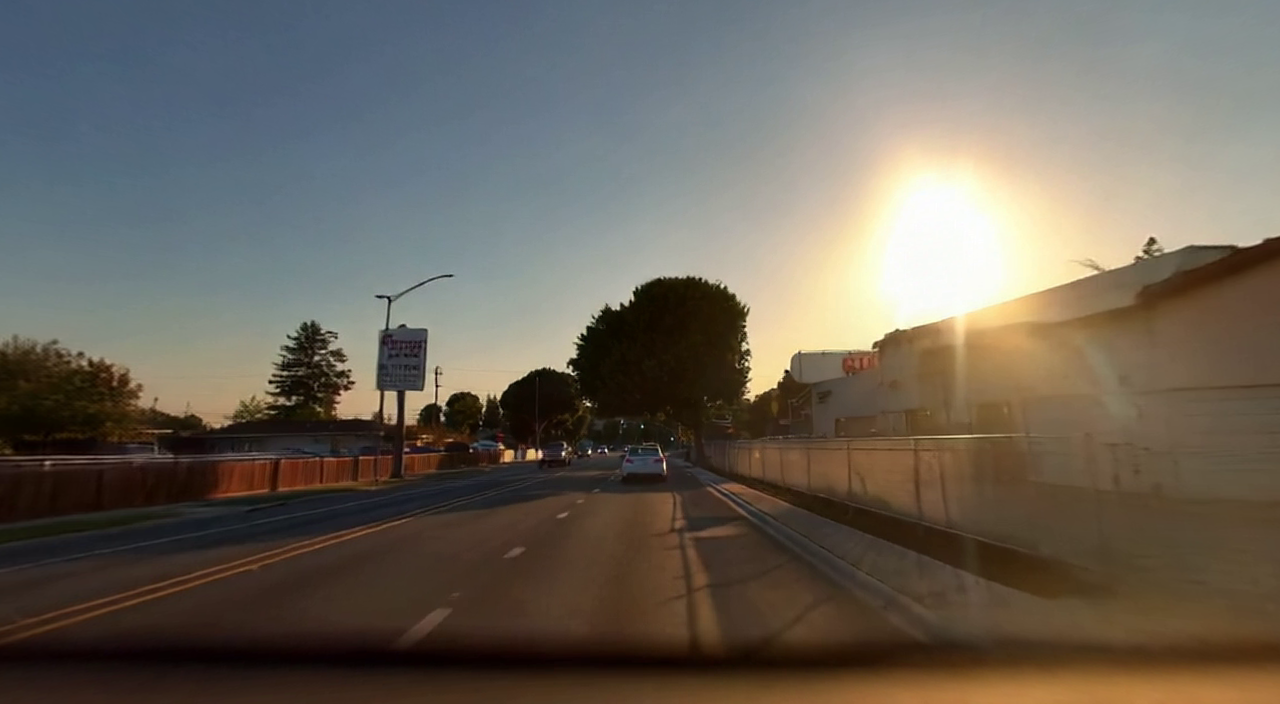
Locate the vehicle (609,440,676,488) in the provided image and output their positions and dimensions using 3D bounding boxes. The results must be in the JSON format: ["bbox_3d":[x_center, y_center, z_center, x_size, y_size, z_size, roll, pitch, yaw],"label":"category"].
[{"bbox_3d":[0.083,3.893,22.138,2.144,1.514,4.063,0,-9,0],"label":"vehicle"}]

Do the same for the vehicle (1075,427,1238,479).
[{"bbox_3d":[18.833,3.722,23.264,2.039,1.705,4.666,0,-9,0],"label":"vehicle"}]

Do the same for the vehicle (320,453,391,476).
[{"bbox_3d":[-20.275,8.002,44.761,4.332,1.560,1.841,-2,-9,15],"label":"vehicle"}]

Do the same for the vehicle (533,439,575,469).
[{"bbox_3d":[-6.513,7.846,48.447,2.340,2.103,5.526,0,-9,1],"label":"vehicle"}]
